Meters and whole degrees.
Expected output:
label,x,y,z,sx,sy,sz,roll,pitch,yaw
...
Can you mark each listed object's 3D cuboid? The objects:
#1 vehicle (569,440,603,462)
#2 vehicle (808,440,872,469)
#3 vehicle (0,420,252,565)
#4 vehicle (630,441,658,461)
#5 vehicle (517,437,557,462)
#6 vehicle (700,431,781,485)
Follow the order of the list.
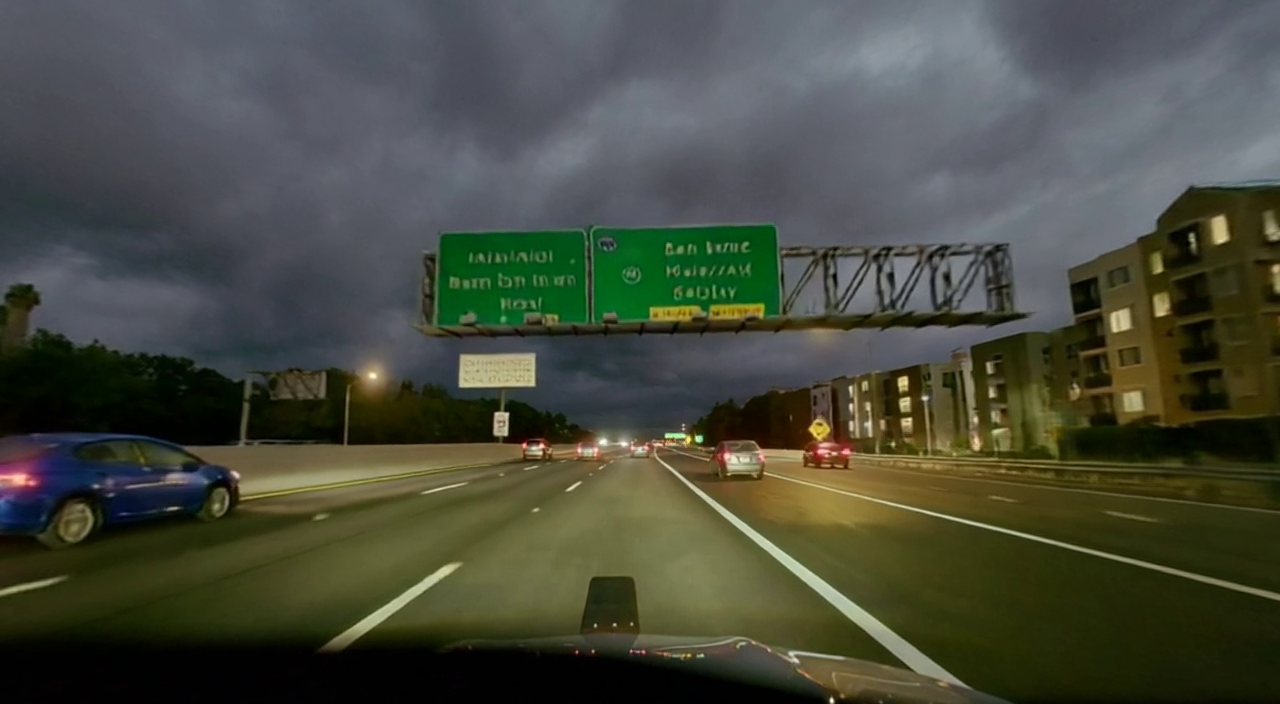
label,x,y,z,sx,sy,sz,roll,pitch,yaw
vehicle,-3.757,7.000,44.588,2.002,1.466,4.378,0,-9,0
vehicle,10.953,5.648,34.985,2.061,1.459,4.273,0,-9,-1
vehicle,-7.666,1.748,8.491,2.021,1.496,4.495,0,-9,0
vehicle,0.268,7.406,47.185,1.992,1.431,4.055,0,-9,0
vehicle,-7.478,7.121,46.288,2.057,1.733,4.589,0,-9,1
vehicle,3.412,3.695,22.316,2.080,1.694,4.286,0,-9,-1
